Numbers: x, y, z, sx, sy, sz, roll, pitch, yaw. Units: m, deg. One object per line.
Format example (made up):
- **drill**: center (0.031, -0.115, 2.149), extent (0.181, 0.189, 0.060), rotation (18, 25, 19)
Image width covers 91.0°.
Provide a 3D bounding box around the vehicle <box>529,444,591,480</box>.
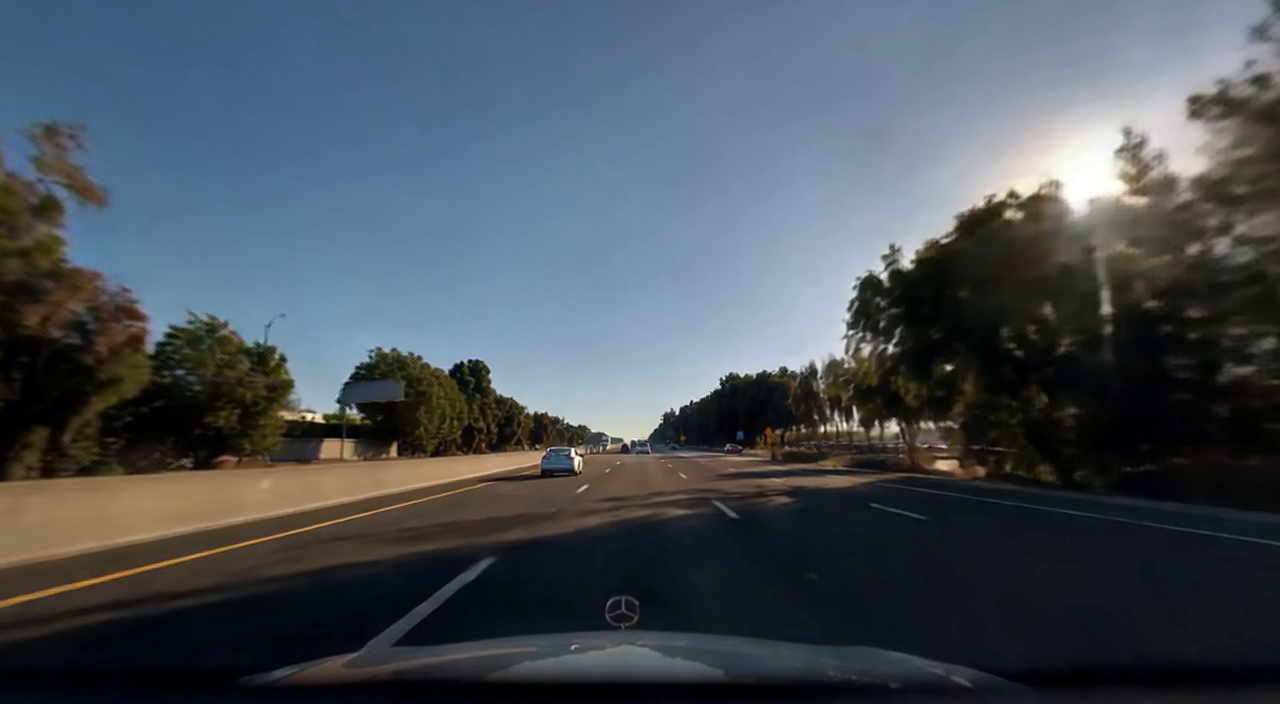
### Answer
- **vehicle**: center (-3.556, 5.015, 28.945), extent (2.162, 1.493, 4.583), rotation (0, -9, 1)
